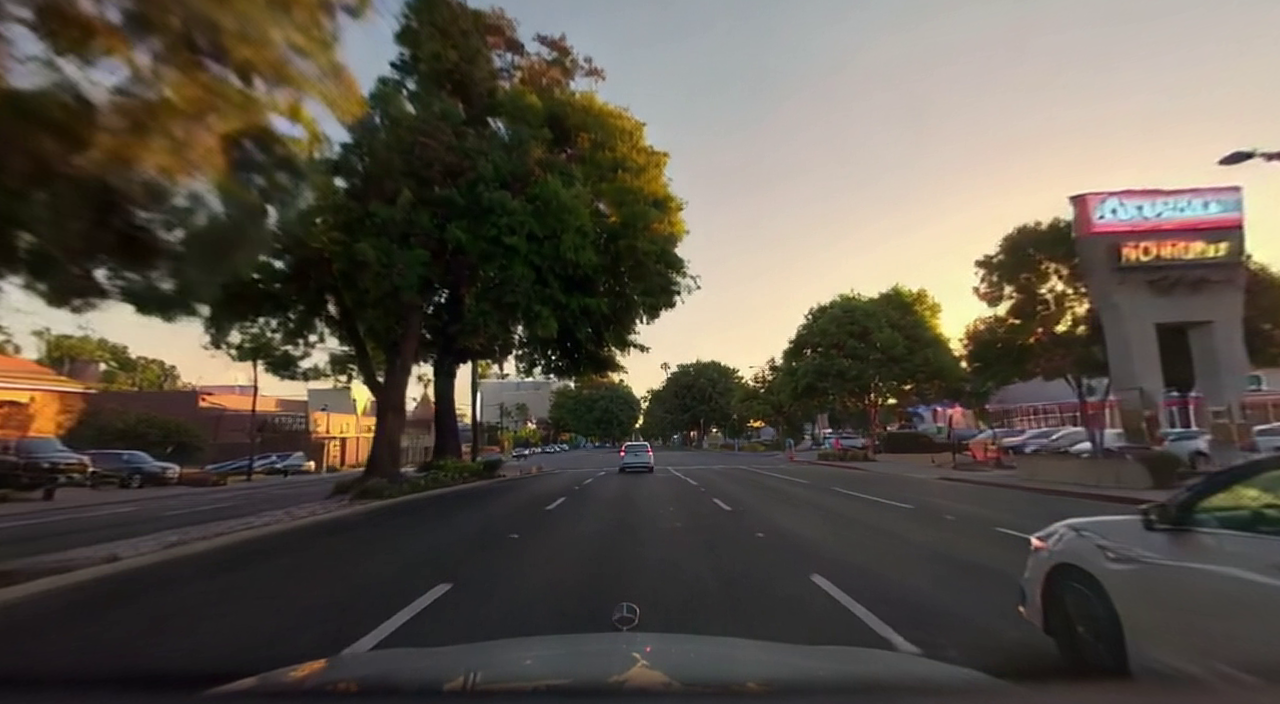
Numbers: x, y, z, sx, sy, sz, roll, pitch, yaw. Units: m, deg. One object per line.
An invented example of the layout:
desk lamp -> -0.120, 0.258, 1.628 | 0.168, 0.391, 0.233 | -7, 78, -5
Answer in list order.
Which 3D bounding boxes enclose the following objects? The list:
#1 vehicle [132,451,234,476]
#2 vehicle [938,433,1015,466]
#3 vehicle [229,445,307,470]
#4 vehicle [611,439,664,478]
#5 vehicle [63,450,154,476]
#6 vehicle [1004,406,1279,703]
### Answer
vehicle -> -27.505, 6.702, 37.969 | 4.644, 1.437, 1.827 | 0, -9, -2
vehicle -> 19.057, 5.555, 35.895 | 1.894, 1.706, 4.583 | 0, -8, 1
vehicle -> -27.299, 7.744, 46.290 | 4.519, 1.712, 1.932 | 0, -8, 0
vehicle -> -0.139, 4.300, 25.657 | 1.998, 1.452, 3.773 | 0, -8, -1
vehicle -> -32.836, 6.861, 39.091 | 1.950, 1.466, 4.704 | 1, -9, -7
vehicle -> 3.805, 0.900, 2.262 | 2.153, 1.456, 4.705 | 0, -8, 0
